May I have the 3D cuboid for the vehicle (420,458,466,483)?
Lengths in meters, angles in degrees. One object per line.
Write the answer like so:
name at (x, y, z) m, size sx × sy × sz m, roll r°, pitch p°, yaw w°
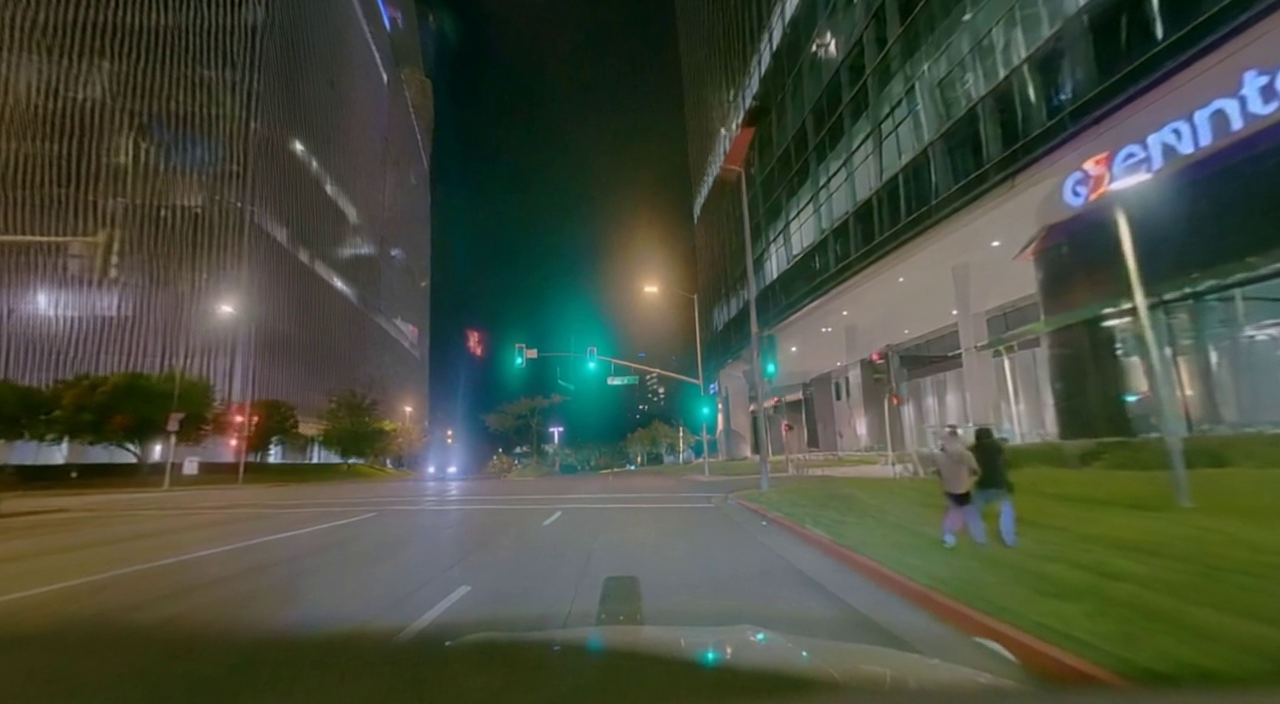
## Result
vehicle at (-12.905, 7.792, 41.512) m, size 1.906 × 1.502 × 4.396 m, roll 1°, pitch -9°, yaw -5°
